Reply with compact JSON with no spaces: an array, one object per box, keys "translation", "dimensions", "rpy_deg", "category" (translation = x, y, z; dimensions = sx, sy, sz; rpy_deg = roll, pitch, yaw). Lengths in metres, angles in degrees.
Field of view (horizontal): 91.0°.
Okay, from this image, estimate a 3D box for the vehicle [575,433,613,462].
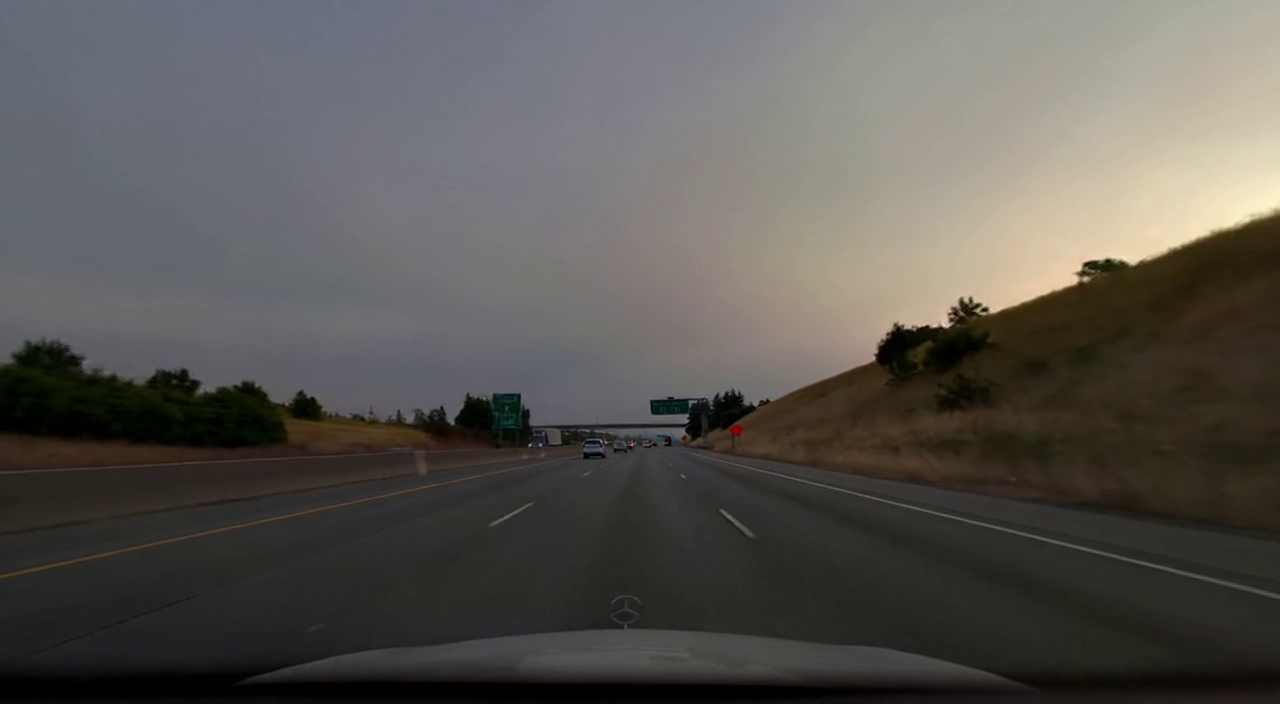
[{"translation":[-3.241,6.852,45.191],"dimensions":[2.286,2.011,4.452],"rpy_deg":[0,-8,1],"category":"vehicle"}]
